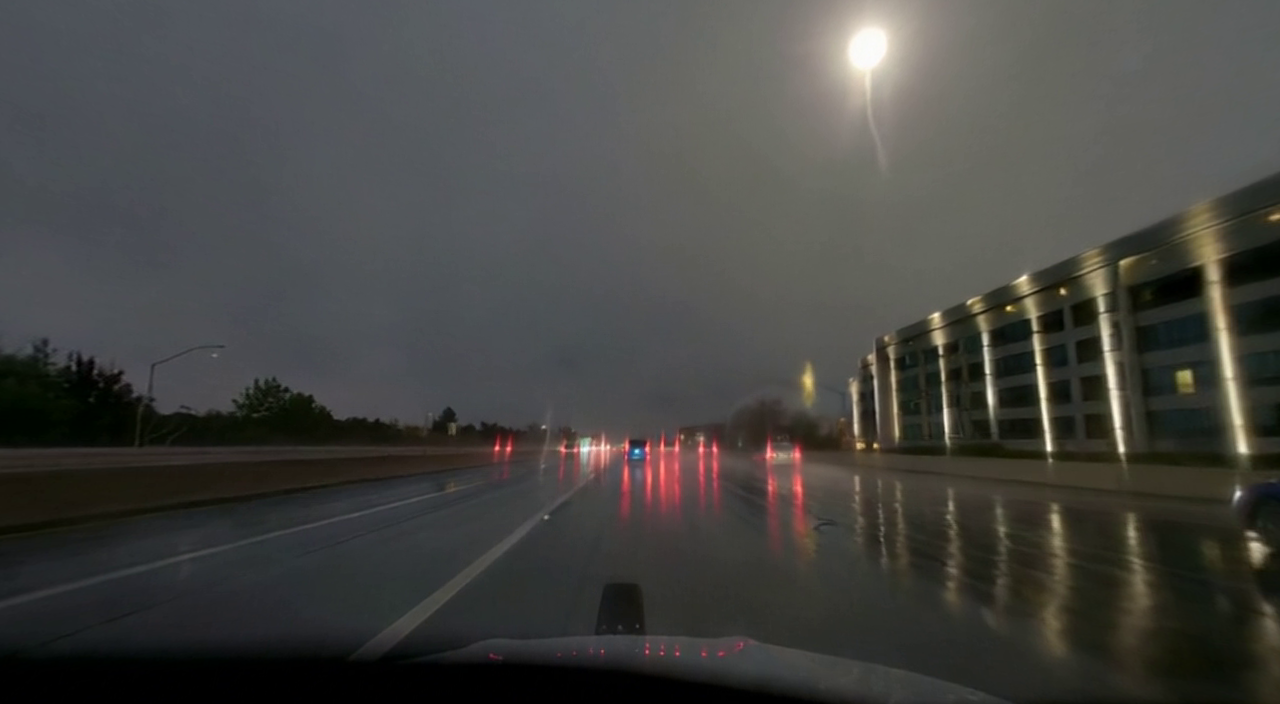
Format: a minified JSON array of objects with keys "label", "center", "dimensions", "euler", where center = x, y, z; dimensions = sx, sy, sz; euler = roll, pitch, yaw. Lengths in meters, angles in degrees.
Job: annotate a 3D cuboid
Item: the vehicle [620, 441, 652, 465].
[{"label":"vehicle","center":[-0.249,6.744,42.125],"dimensions":[2.036,1.542,3.891],"euler":[0,-8,0]}]
